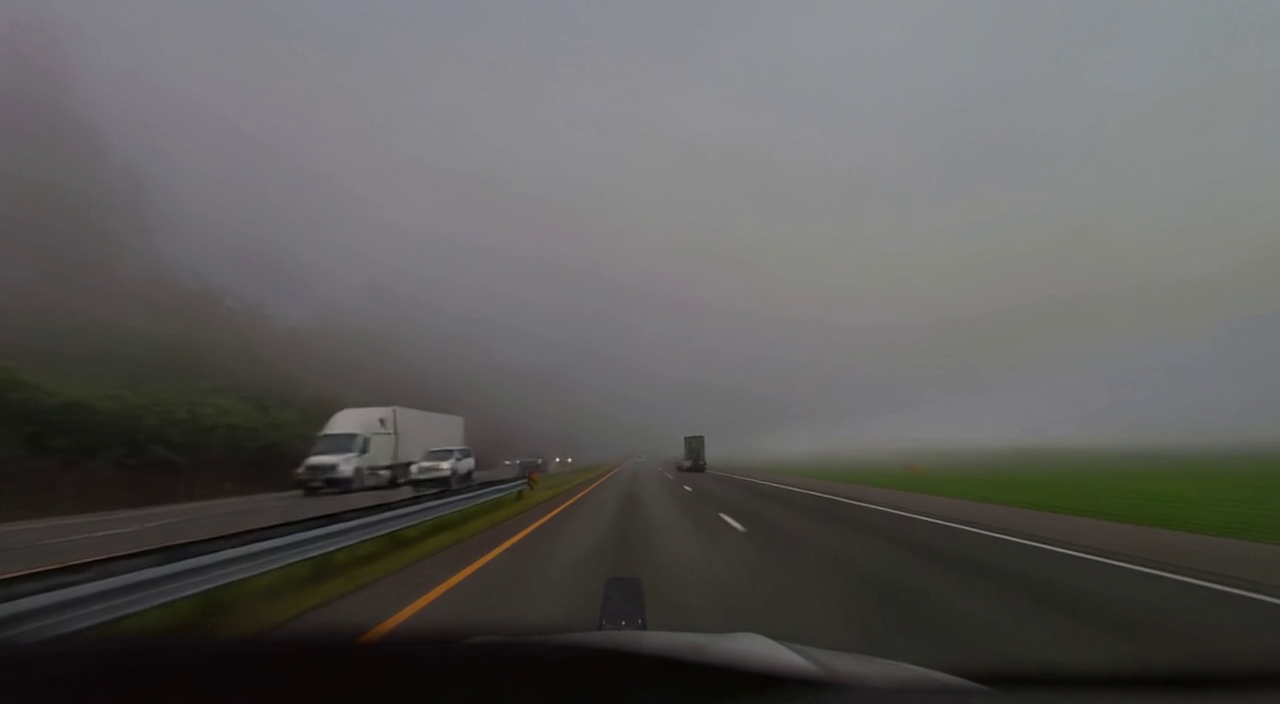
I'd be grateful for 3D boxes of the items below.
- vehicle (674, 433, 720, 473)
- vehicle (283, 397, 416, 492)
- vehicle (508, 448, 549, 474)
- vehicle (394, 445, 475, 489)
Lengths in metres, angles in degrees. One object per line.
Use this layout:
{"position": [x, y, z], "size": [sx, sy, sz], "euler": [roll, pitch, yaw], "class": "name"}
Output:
{"position": [3.823, 6.948, 43.413], "size": [2.472, 2.562, 5.594], "euler": [0, -9, -2], "class": "vehicle"}
{"position": [-13.263, 4.332, 29.460], "size": [3.328, 3.980, 5.765], "euler": [0, -9, 0], "class": "vehicle"}
{"position": [-8.515, 8.358, 48.688], "size": [2.140, 1.850, 5.186], "euler": [0, -9, 1], "class": "vehicle"}
{"position": [-9.142, 5.126, 28.518], "size": [2.072, 1.794, 4.732], "euler": [0, -9, -1], "class": "vehicle"}
